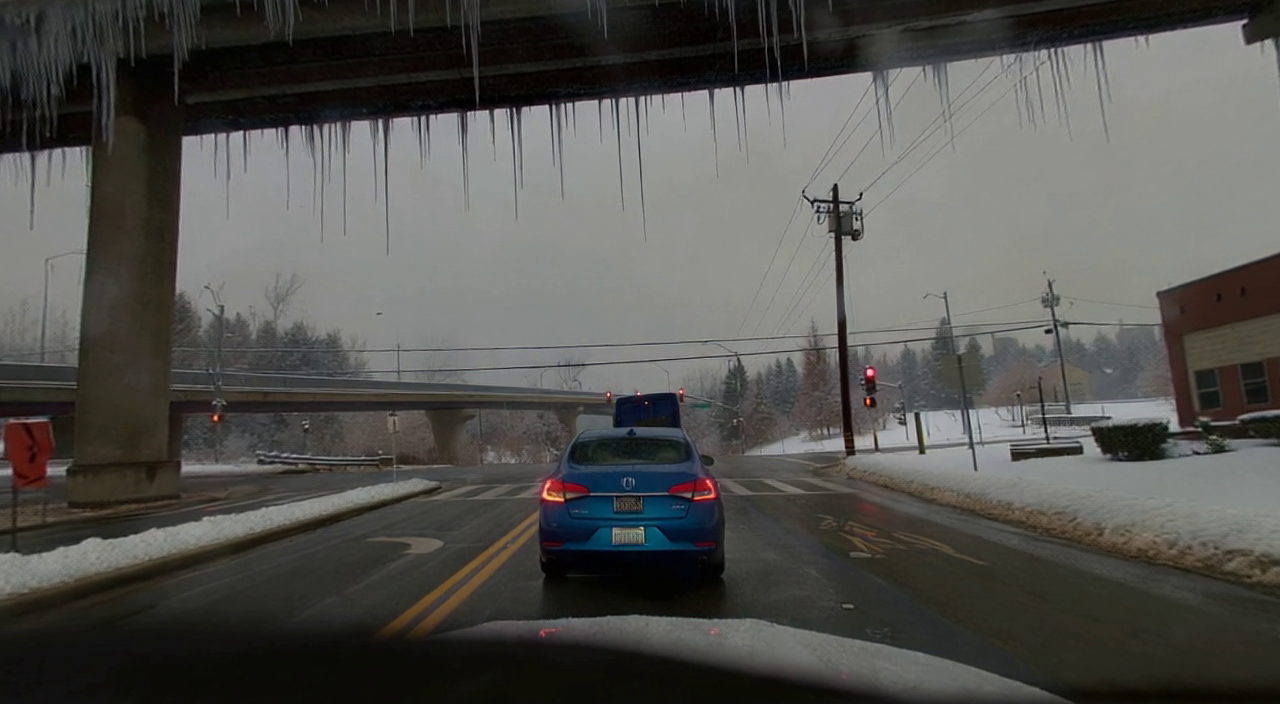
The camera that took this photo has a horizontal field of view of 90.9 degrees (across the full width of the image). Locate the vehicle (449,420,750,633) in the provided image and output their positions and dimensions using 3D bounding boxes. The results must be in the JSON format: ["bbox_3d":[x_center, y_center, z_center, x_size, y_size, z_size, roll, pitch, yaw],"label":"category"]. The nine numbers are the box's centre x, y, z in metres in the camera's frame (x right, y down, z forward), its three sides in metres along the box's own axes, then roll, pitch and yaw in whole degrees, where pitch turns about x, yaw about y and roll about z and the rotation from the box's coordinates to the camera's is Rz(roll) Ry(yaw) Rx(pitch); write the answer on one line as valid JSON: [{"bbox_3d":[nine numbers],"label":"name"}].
[{"bbox_3d":[-0.248,1.525,6.471,2.090,1.458,4.033,-1,-9,1],"label":"vehicle"}]
